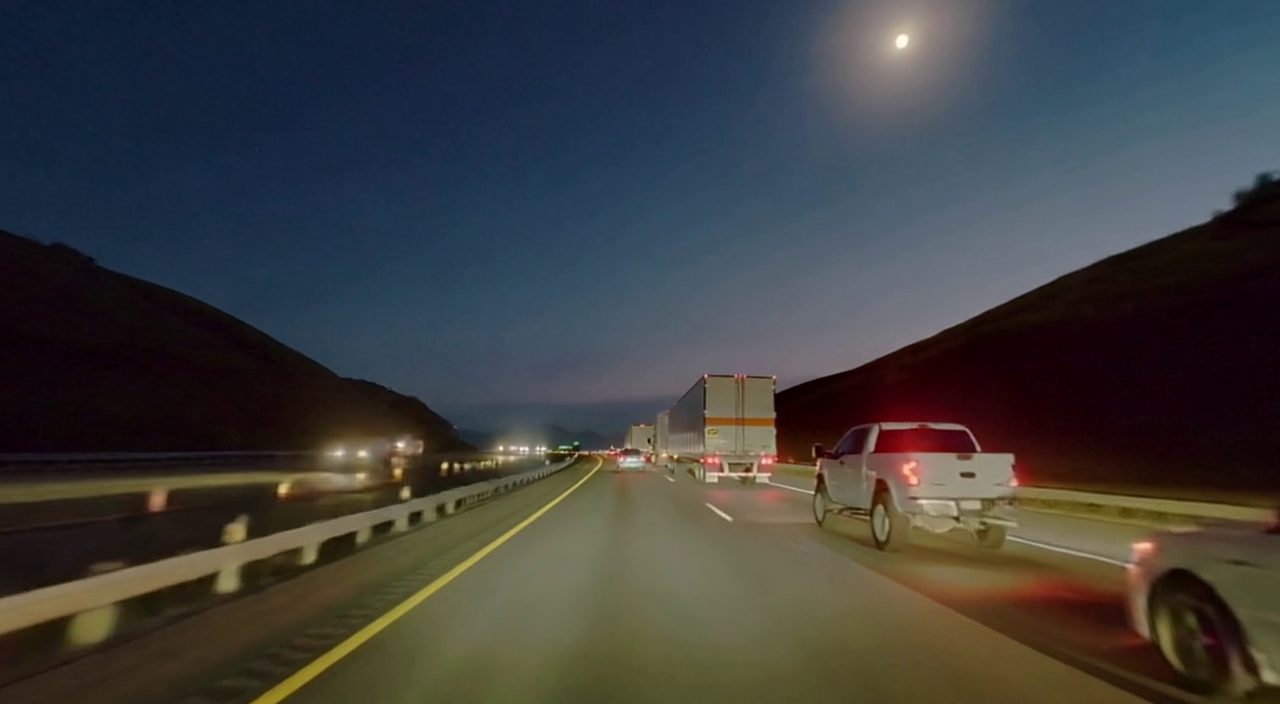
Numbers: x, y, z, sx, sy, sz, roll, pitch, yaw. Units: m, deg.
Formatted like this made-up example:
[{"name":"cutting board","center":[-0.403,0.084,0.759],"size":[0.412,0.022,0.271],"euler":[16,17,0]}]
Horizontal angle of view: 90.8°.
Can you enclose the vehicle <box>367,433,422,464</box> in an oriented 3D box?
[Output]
[{"name":"vehicle","center":[-16.094,6.388,41.568],"size":[1.961,1.903,4.375],"euler":[0,-9,-2]}]

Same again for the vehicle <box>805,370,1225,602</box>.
[{"name":"vehicle","center":[3.900,1.545,8.078],"size":[2.034,1.968,5.221],"euler":[0,-9,-1]}]

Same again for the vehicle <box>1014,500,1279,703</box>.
[{"name":"vehicle","center":[4.038,1.223,2.252],"size":[2.129,0.956,5.390],"euler":[0,-9,0]}]

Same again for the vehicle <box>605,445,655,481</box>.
[{"name":"vehicle","center":[-0.478,4.733,27.179],"size":[2.029,1.437,3.794],"euler":[0,-9,-2]}]

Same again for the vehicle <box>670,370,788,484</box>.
[{"name":"vehicle","center":[3.546,3.816,30.107],"size":[2.911,4.099,14.578],"euler":[0,-9,-2]}]

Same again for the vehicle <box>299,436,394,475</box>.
[{"name":"vehicle","center":[-11.899,4.236,25.892],"size":[2.149,1.455,3.690],"euler":[0,-9,-1]}]

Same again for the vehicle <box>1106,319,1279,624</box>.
[{"name":"vehicle","center":[4.064,0.409,1.982],"size":[1.873,1.465,4.264],"euler":[0,-9,-1]}]
